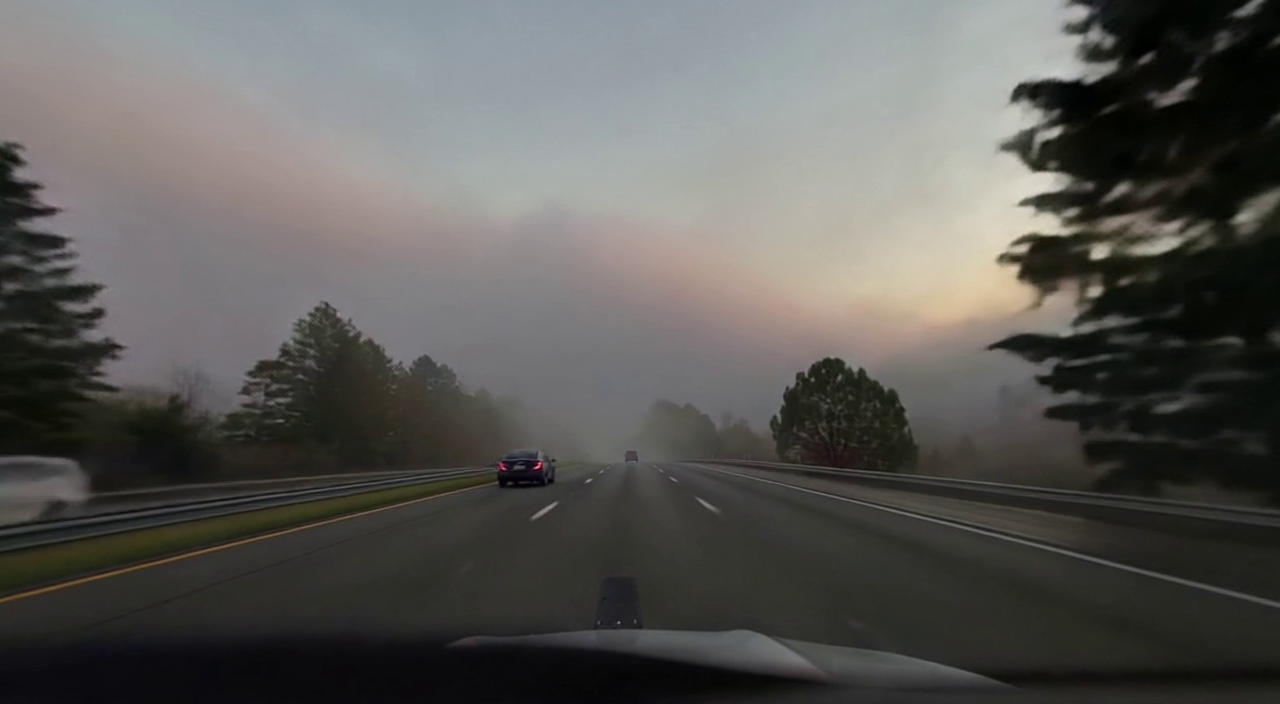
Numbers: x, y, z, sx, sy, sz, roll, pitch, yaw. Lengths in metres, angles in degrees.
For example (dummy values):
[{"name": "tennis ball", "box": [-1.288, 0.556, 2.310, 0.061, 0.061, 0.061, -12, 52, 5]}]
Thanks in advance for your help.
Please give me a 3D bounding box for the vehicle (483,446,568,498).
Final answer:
[{"name": "vehicle", "box": [-3.546, 3.783, 20.196, 1.970, 1.492, 3.944, 0, -9, 0]}]
